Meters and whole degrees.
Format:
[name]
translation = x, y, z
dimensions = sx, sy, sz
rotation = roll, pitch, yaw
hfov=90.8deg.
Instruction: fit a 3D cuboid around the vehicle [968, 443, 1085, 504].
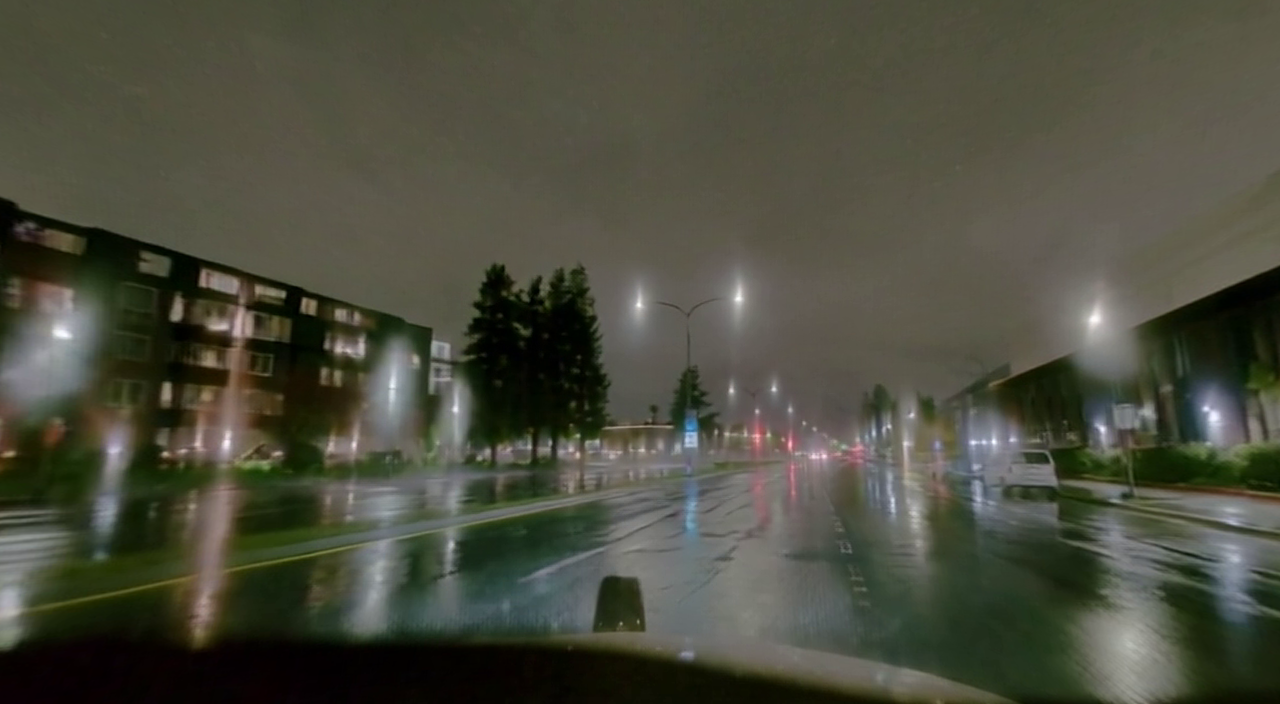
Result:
[vehicle]
translation = 13.128, 4.077, 21.836
dimensions = 2.152, 1.869, 4.476
rotation = -2, -8, 14
